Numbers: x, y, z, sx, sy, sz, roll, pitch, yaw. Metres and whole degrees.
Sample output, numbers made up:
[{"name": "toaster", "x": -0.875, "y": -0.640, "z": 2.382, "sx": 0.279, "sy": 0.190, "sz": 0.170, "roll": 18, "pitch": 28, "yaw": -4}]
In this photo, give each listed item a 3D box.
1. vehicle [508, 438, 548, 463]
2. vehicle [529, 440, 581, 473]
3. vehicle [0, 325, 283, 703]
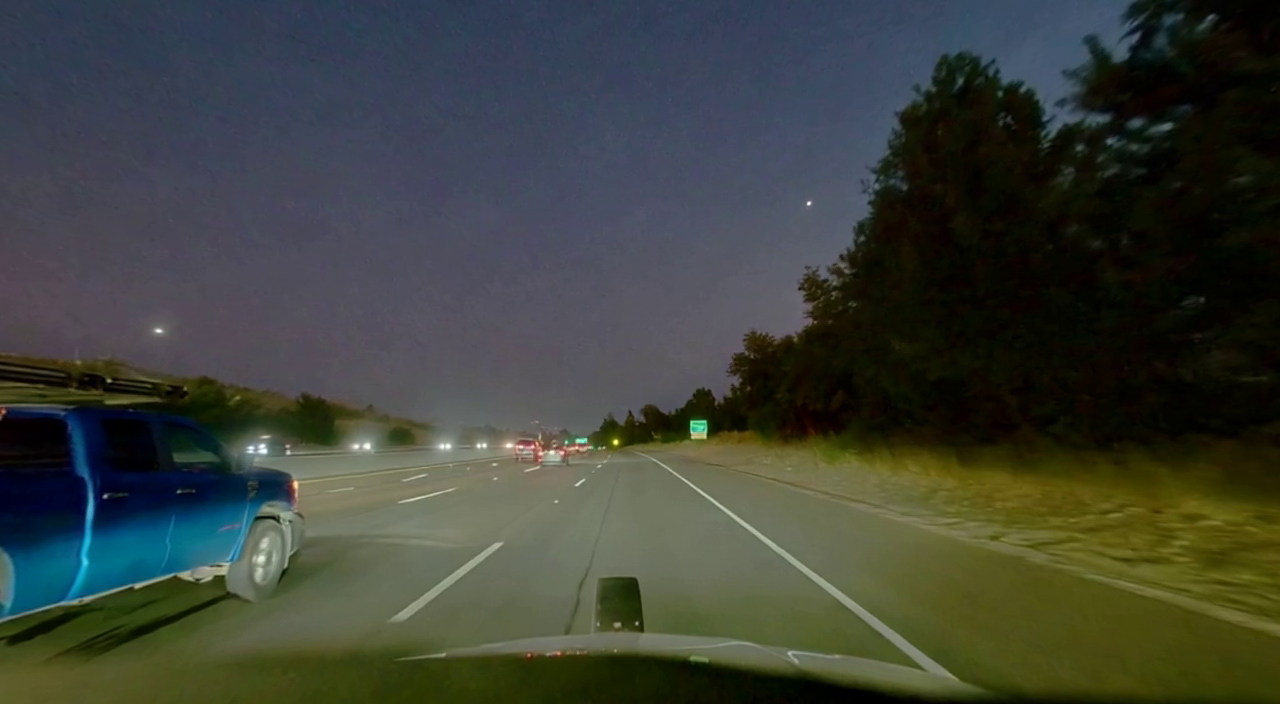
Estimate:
[{"name": "vehicle", "x": -8.342, "y": 7.396, "z": 47.294, "sx": 2.186, "sy": 1.800, "sz": 4.760, "roll": 0, "pitch": -9, "yaw": 0}, {"name": "vehicle", "x": -4.197, "y": 5.251, "z": 31.842, "sx": 2.012, "sy": 1.509, "sz": 4.359, "roll": 0, "pitch": -9, "yaw": 0}, {"name": "vehicle", "x": -3.822, "y": 0.717, "z": 2.143, "sx": 2.200, "sy": 1.807, "sz": 5.041, "roll": 0, "pitch": -9, "yaw": 1}]
